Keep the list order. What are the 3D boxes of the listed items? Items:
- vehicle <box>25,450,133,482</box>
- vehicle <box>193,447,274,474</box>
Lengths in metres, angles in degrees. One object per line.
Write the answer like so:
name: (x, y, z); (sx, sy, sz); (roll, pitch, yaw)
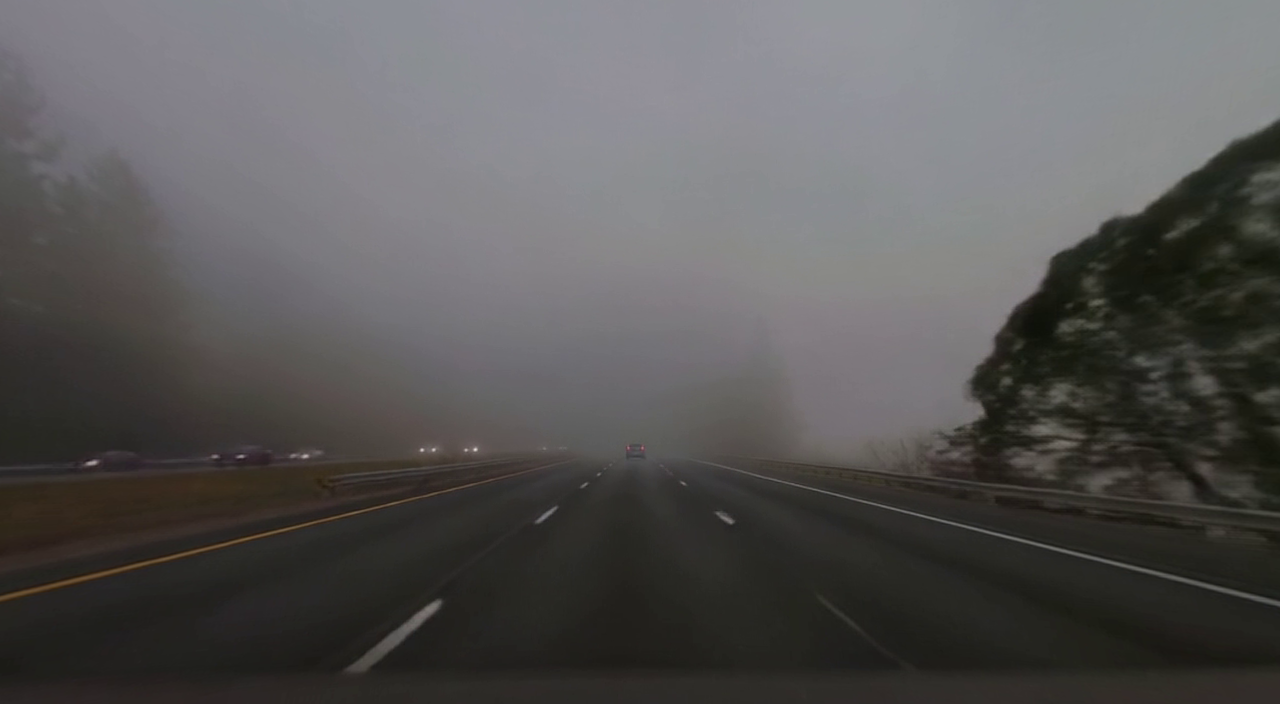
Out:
vehicle: (-32.782, 6.647, 37.135); (1.941, 1.741, 4.805); (0, -9, -1)
vehicle: (-28.317, 7.558, 44.260); (2.301, 1.770, 5.042); (0, -9, 0)
